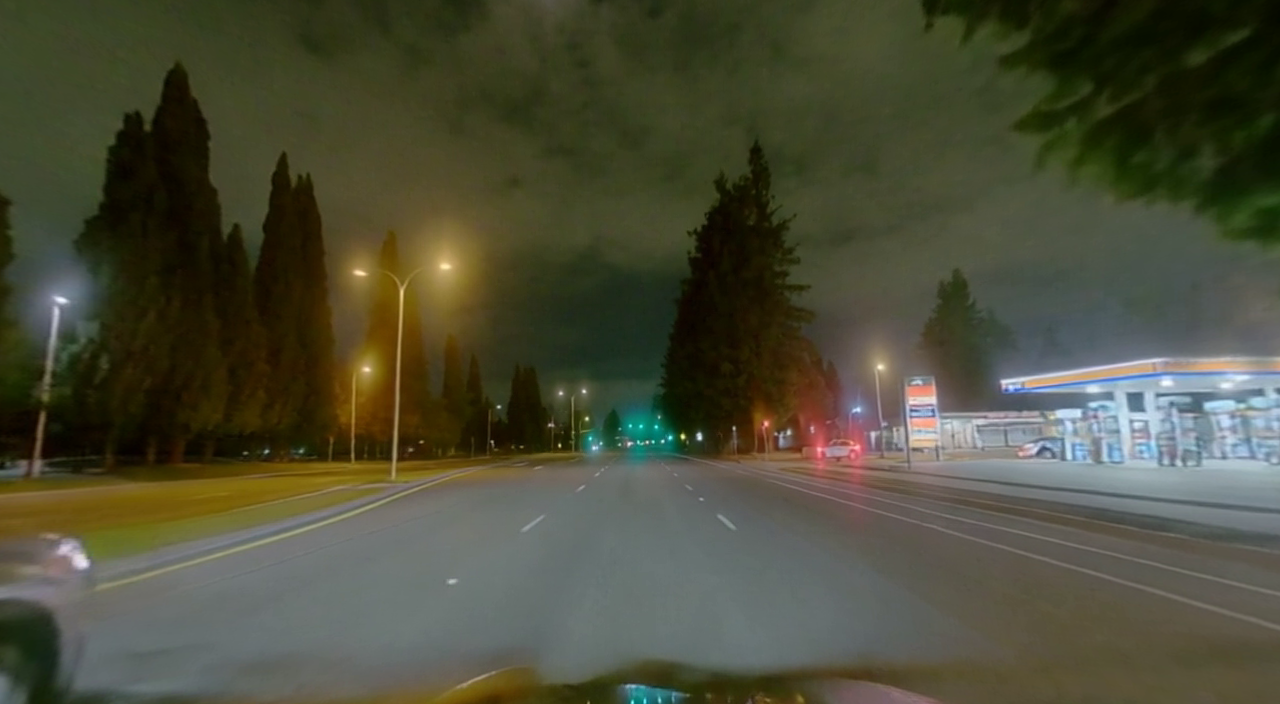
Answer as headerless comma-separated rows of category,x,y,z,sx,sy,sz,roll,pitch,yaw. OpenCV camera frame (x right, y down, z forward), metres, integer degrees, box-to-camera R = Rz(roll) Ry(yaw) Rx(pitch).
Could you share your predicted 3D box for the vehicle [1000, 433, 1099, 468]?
vehicle,23.232,5.597,35.962,2.302,1.795,4.724,-2,-8,-2
